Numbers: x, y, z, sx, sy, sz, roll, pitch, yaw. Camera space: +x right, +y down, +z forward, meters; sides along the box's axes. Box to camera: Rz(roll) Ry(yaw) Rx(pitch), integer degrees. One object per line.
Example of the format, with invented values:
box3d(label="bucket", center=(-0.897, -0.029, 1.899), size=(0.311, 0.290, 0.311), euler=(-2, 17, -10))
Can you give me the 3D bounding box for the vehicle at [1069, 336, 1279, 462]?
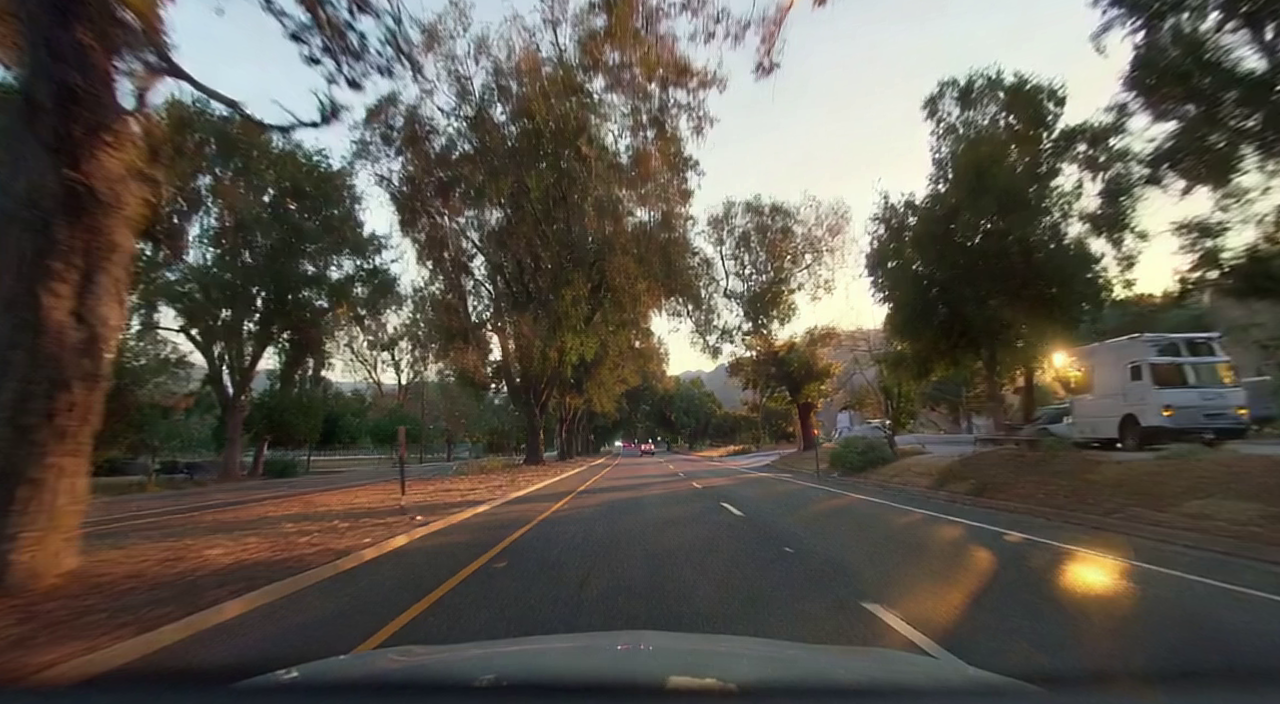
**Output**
box3d(label="vehicle", center=(13.156, 1.264, 15.352), size=(2.789, 2.725, 3.463), euler=(-1, -8, 3))
